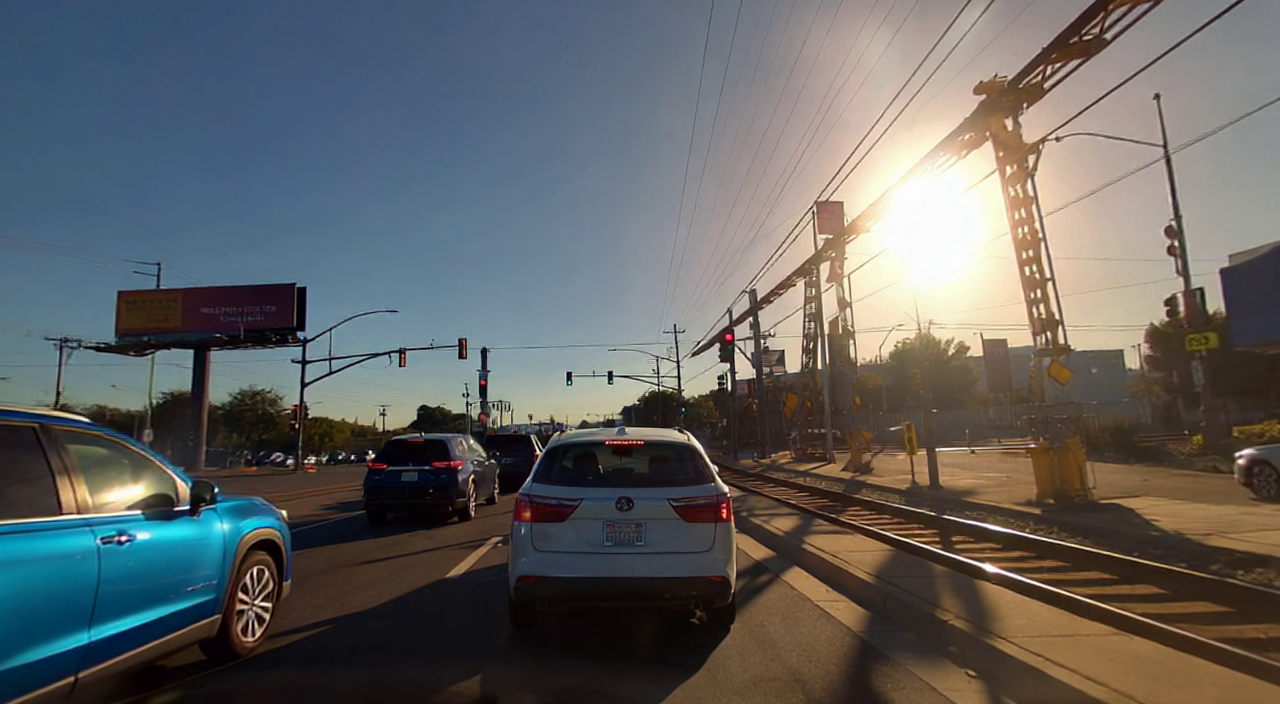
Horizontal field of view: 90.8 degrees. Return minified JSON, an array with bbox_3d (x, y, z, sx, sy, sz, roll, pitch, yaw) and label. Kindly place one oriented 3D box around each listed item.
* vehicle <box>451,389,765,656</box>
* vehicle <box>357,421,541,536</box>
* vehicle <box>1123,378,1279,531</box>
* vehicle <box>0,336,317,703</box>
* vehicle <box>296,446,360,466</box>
[{"bbox_3d":[-0.212,1.381,6.009,2.025,1.723,3.644,0,-9,0],"label":"vehicle"},{"bbox_3d":[-3.153,2.188,11.519,1.988,1.678,4.317,0,-9,0],"label":"vehicle"},{"bbox_3d":[9.614,1.318,8.211,5.060,1.702,2.033,1,-9,-4],"label":"vehicle"},{"bbox_3d":[-3.933,0.875,3.049,2.052,1.814,5.184,0,-9,-1],"label":"vehicle"},{"bbox_3d":[-24.213,8.073,49.096,4.357,1.444,1.842,-3,-9,19],"label":"vehicle"}]
